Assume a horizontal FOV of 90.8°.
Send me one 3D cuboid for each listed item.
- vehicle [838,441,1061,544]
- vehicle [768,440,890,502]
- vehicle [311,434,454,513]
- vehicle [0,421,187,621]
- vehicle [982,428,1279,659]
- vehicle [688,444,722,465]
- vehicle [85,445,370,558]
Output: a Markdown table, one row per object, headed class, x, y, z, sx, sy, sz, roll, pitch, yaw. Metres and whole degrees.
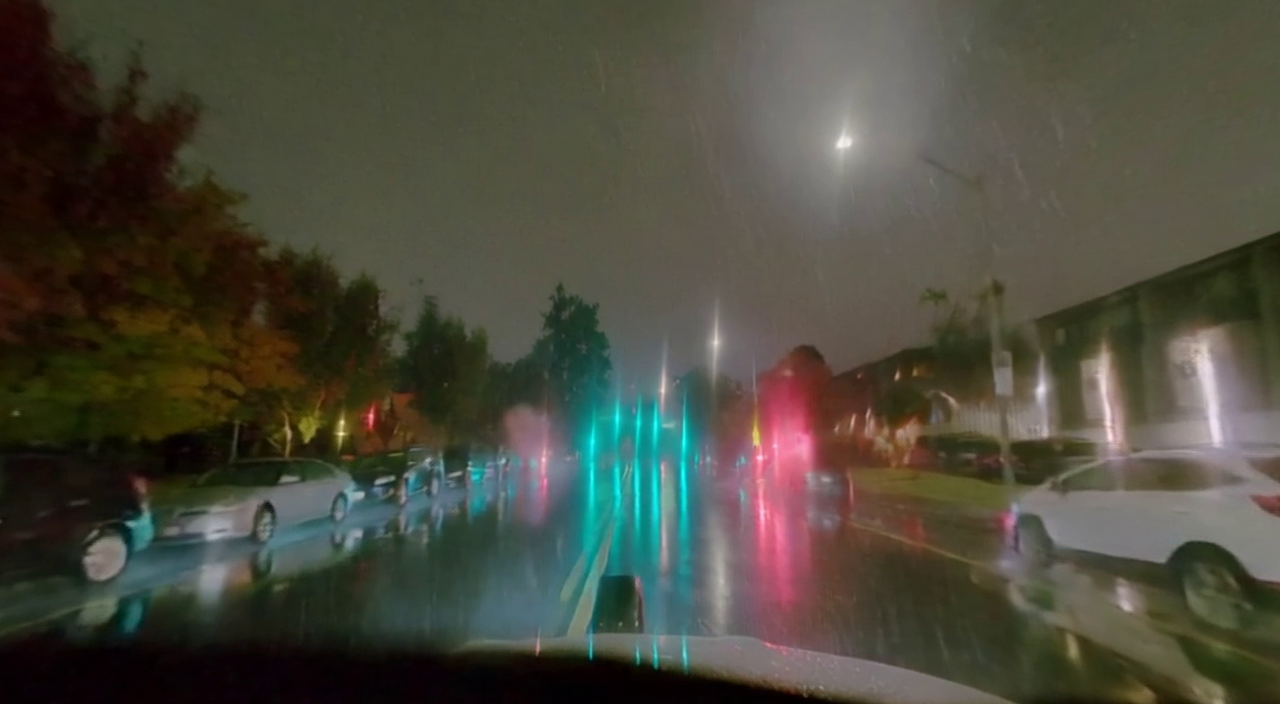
| class | x | y | z | sx | sy | sz | roll | pitch | yaw |
| --- | --- | --- | --- | --- | --- | --- | --- | --- | --- |
| vehicle | 5.071 | 2.314 | 11.161 | 1.798 | 1.432 | 4.330 | 0 | -8 | 1 |
| vehicle | 5.082 | 3.249 | 17.742 | 1.830 | 1.477 | 4.684 | 0 | -8 | -2 |
| vehicle | -6.422 | 3.045 | 16.417 | 1.904 | 1.727 | 4.530 | 0 | -8 | -2 |
| vehicle | -6.365 | 1.392 | 5.092 | 1.947 | 1.665 | 4.716 | 0 | -8 | -1 |
| vehicle | 5.021 | 1.452 | 5.547 | 1.729 | 1.479 | 4.101 | 0 | -8 | 0 |
| vehicle | 5.023 | 7.961 | 49.330 | 1.955 | 1.536 | 4.395 | 0 | -8 | -2 |
| vehicle | -6.505 | 2.339 | 10.734 | 1.809 | 1.499 | 4.358 | 0 | -8 | 1 |
